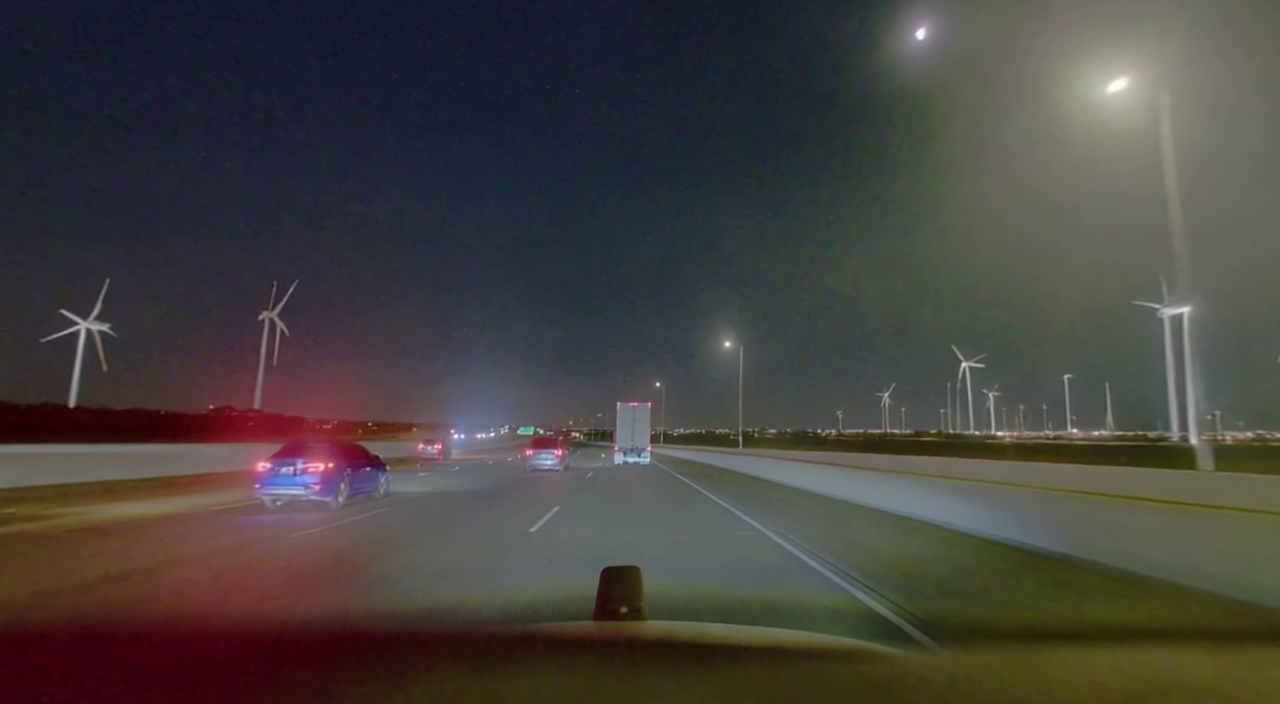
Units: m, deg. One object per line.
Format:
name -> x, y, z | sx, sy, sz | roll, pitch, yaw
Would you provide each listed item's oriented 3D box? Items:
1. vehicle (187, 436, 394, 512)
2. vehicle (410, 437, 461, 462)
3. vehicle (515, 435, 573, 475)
vehicle -> -7.911, 2.777, 14.897 | 2.271, 1.488, 4.597 | 0, -8, 0
vehicle -> -15.985, 7.624, 49.453 | 2.285, 1.835, 5.672 | 0, -8, -3
vehicle -> -4.272, 4.627, 28.525 | 2.109, 1.684, 3.783 | 0, -8, -1
